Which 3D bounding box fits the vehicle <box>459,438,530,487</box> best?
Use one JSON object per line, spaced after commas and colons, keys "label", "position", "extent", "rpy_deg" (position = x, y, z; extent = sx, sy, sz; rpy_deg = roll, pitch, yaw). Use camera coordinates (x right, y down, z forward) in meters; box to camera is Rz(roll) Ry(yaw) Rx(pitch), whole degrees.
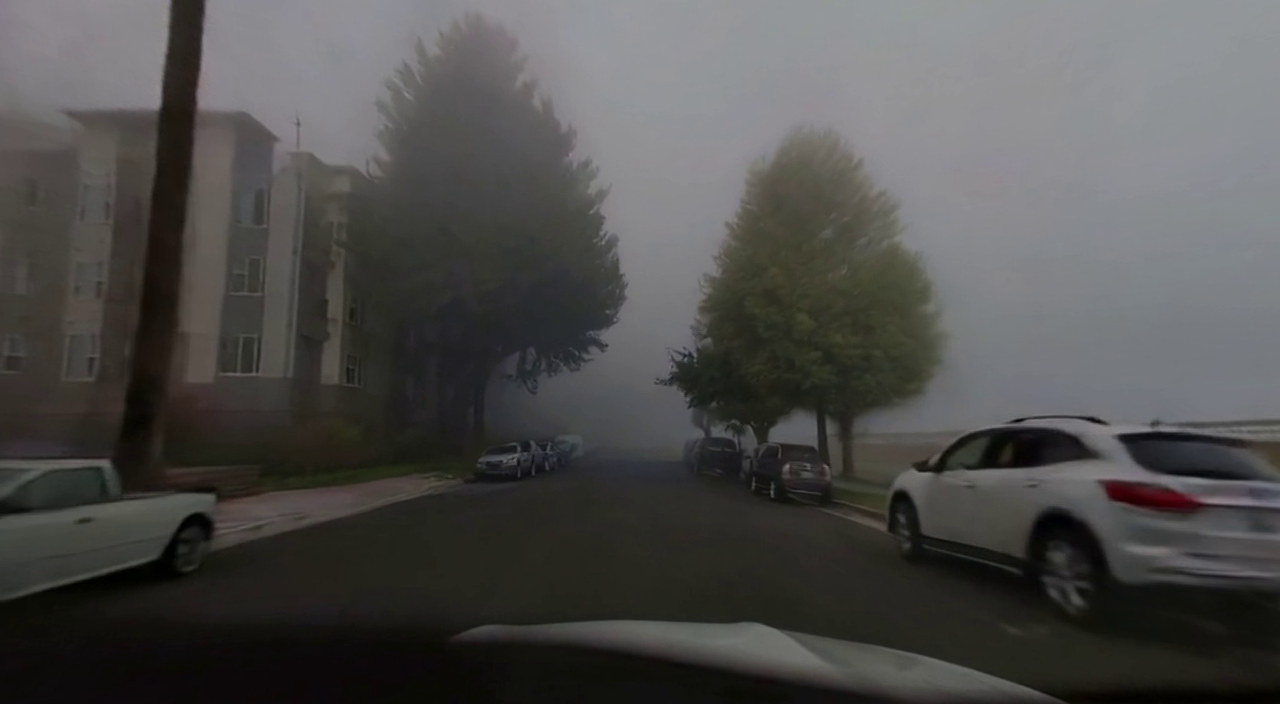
{"label": "vehicle", "position": [-5.874, 4.482, 26.078], "extent": [1.947, 1.806, 4.413], "rpy_deg": [1, -8, -1]}

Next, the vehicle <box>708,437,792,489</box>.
{"label": "vehicle", "position": [4.071, 4.190, 24.278], "extent": [2.201, 1.787, 5.007], "rpy_deg": [0, -8, -1]}

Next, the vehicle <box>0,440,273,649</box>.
{"label": "vehicle", "position": [-5.717, 1.593, 5.845], "extent": [1.949, 1.512, 4.783], "rpy_deg": [0, -9, -3]}

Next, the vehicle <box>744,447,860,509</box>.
{"label": "vehicle", "position": [4.283, 3.373, 17.527], "extent": [1.909, 1.449, 4.513], "rpy_deg": [0, -8, -2]}

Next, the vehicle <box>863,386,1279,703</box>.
{"label": "vehicle", "position": [4.167, 1.452, 5.981], "extent": [2.089, 1.783, 5.138], "rpy_deg": [0, -8, -2]}

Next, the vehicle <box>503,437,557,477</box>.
{"label": "vehicle", "position": [-5.630, 5.407, 32.871], "extent": [2.087, 1.896, 4.554], "rpy_deg": [0, -8, -2]}
